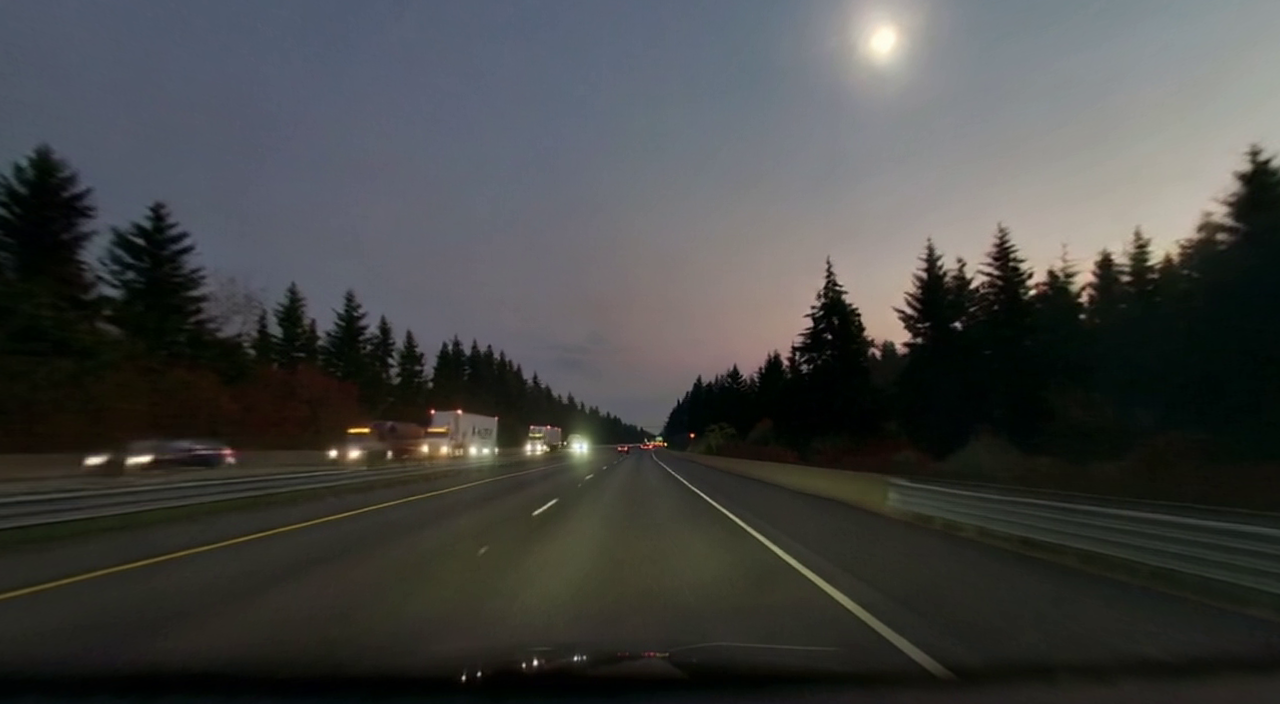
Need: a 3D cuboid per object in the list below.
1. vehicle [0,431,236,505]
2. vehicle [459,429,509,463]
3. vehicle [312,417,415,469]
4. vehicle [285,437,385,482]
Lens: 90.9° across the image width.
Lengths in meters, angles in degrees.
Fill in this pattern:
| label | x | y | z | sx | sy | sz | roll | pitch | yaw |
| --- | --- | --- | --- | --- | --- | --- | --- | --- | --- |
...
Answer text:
| label | x | y | z | sx | sy | sz | roll | pitch | yaw |
| --- | --- | --- | --- | --- | --- | --- | --- | --- | --- |
| vehicle | -12.628 | 2.816 | 15.733 | 2.140 | 1.563 | 4.347 | 0 | -9 | 0 |
| vehicle | -11.709 | 7.110 | 47.710 | 2.308 | 2.426 | 5.240 | 0 | -9 | 1 |
| vehicle | -16.838 | 5.674 | 39.173 | 2.790 | 2.882 | 7.737 | 0 | -9 | 1 |
| vehicle | -12.459 | 4.413 | 26.117 | 1.966 | 1.662 | 4.366 | 0 | -9 | 0 |
